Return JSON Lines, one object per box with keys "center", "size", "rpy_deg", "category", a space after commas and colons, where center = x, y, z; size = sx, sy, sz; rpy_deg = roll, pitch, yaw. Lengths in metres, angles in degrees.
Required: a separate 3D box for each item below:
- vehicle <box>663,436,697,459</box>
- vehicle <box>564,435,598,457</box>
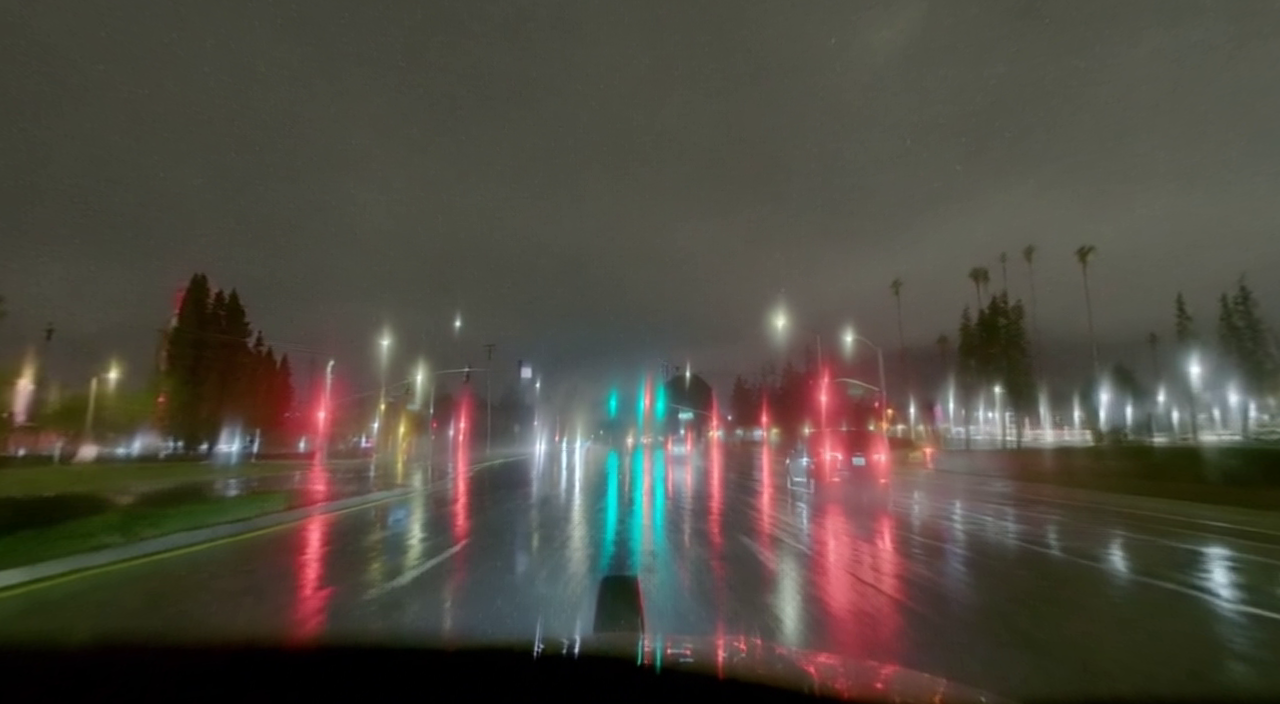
{"center": [2.813, 6.842, 45.495], "size": [2.130, 1.524, 4.722], "rpy_deg": [0, -8, 0], "category": "vehicle"}
{"center": [-4.220, 6.846, 45.921], "size": [1.973, 1.526, 4.533], "rpy_deg": [0, -8, 0], "category": "vehicle"}
